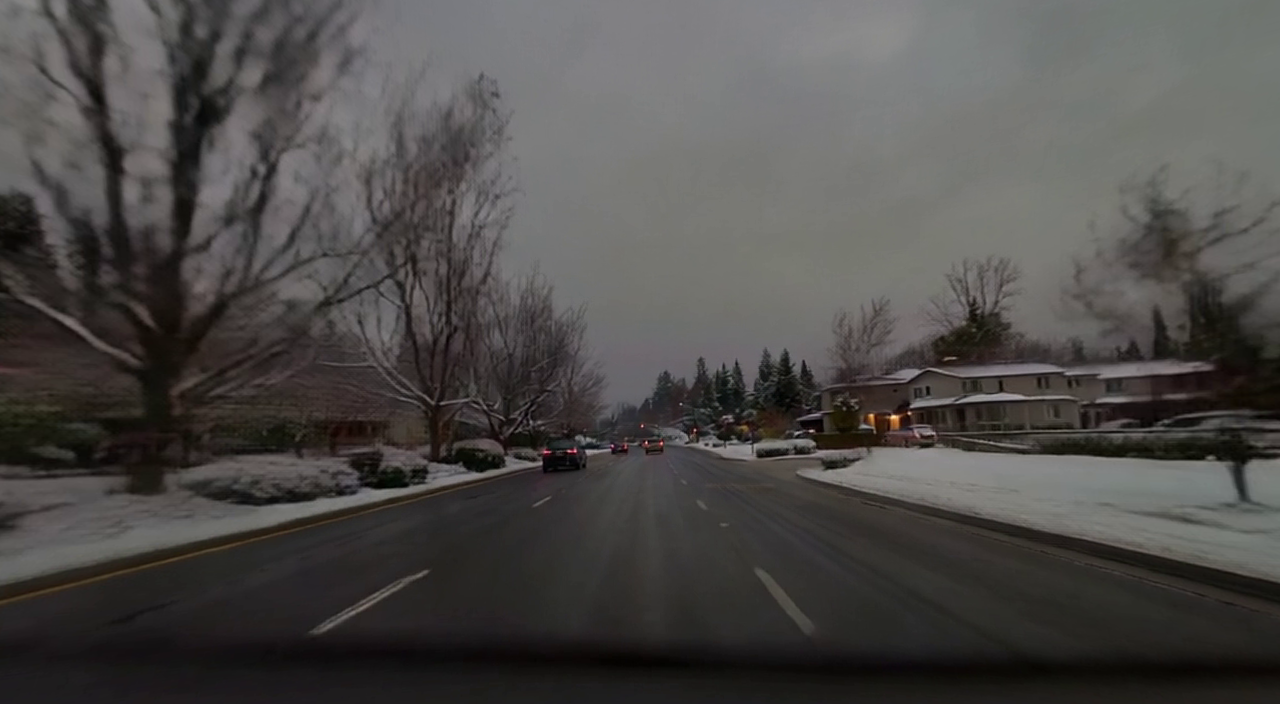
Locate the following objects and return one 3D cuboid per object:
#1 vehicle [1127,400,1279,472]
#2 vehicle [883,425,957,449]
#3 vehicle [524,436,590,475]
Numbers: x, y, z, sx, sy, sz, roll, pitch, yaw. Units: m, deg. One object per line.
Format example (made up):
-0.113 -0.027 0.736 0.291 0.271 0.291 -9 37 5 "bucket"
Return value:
20.221 2.808 21.472 2.624 2.088 5.064 -3 -7 -6 "vehicle"
20.004 6.105 45.023 4.364 1.609 1.917 -1 -8 7 "vehicle"
-3.410 4.371 26.704 2.036 1.478 4.508 -1 -8 2 "vehicle"
